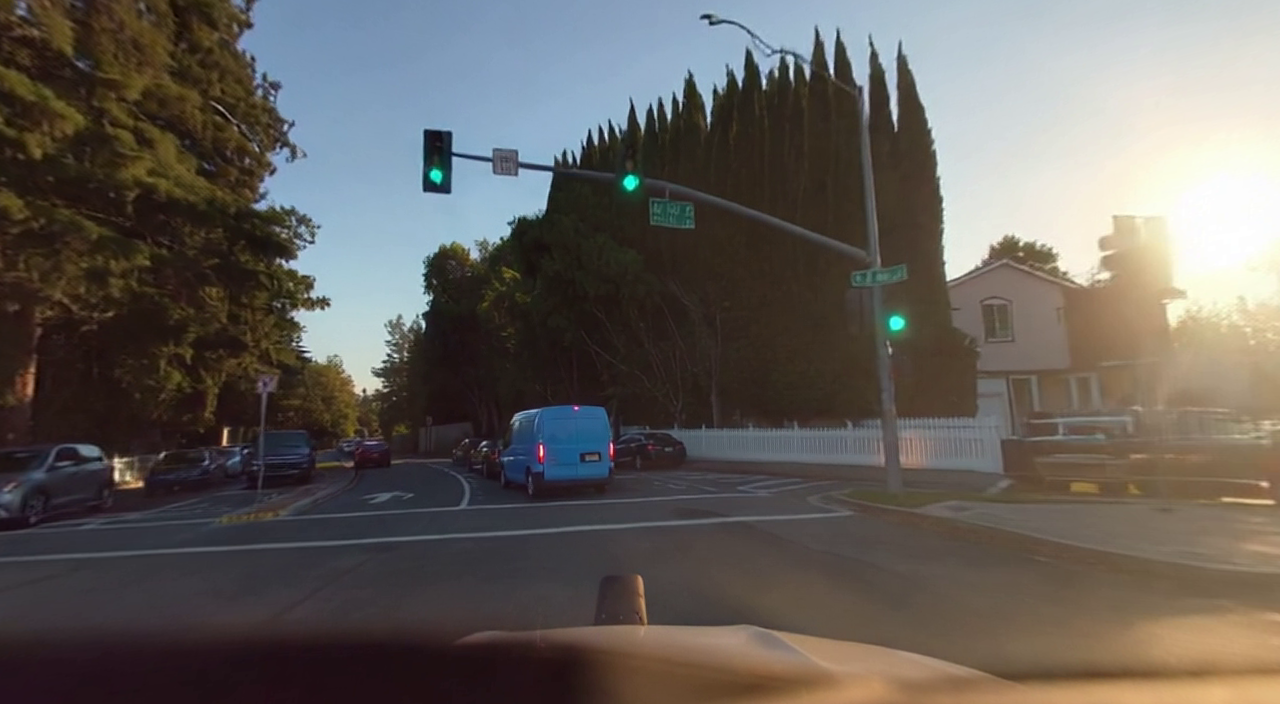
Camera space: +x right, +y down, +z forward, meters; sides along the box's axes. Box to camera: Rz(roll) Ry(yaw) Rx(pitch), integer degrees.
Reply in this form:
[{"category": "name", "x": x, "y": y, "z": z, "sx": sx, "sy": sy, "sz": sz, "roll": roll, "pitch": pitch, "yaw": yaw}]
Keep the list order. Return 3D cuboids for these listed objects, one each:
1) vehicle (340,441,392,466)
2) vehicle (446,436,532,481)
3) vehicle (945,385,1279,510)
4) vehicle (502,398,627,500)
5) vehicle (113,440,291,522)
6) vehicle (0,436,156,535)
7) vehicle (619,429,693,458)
[{"category": "vehicle", "x": -17.548, "y": 6.451, "z": 40.353, "sx": 1.911, "sy": 1.493, "sz": 4.291, "roll": 6, "pitch": -10, "yaw": -39}, {"category": "vehicle", "x": -5.595, "y": 3.798, "z": 23.009, "sx": 2.008, "sy": 1.445, "sz": 4.386, "roll": 4, "pitch": -9, "yaw": -28}, {"category": "vehicle", "x": 9.917, "y": 1.900, "z": 12.812, "sx": 2.514, "sy": 2.026, "sz": 6.104, "roll": 6, "pitch": -10, "yaw": -41}, {"category": "vehicle", "x": -2.101, "y": 2.399, "z": 16.010, "sx": 2.213, "sy": 2.124, "sz": 4.809, "roll": 2, "pitch": -8, "yaw": -18}, {"category": "vehicle", "x": -9.422, "y": 2.712, "z": 14.075, "sx": 1.952, "sy": 1.461, "sz": 4.377, "roll": 2, "pitch": -8, "yaw": -17}, {"category": "vehicle", "x": -12.778, "y": 2.745, "z": 13.708, "sx": 2.078, "sy": 1.783, "sz": 4.670, "roll": 2, "pitch": -8, "yaw": -18}, {"category": "vehicle", "x": 1.052, "y": 5.823, "z": 40.436, "sx": 4.559, "sy": 1.754, "sz": 1.985, "roll": 6, "pitch": -10, "yaw": -41}]
